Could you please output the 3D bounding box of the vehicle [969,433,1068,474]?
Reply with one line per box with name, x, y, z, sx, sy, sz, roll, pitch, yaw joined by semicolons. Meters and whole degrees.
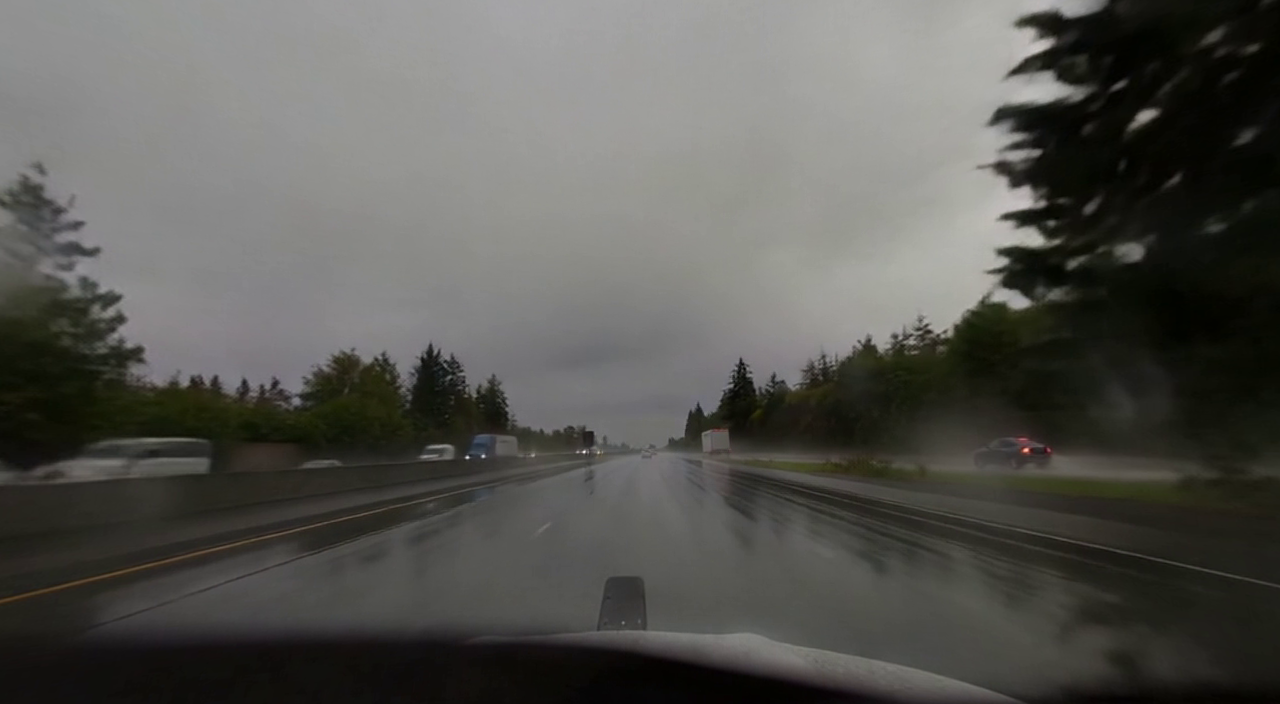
vehicle;18.088;4.889;30.341;2.038;1.823;3.744;1;-9;-8
